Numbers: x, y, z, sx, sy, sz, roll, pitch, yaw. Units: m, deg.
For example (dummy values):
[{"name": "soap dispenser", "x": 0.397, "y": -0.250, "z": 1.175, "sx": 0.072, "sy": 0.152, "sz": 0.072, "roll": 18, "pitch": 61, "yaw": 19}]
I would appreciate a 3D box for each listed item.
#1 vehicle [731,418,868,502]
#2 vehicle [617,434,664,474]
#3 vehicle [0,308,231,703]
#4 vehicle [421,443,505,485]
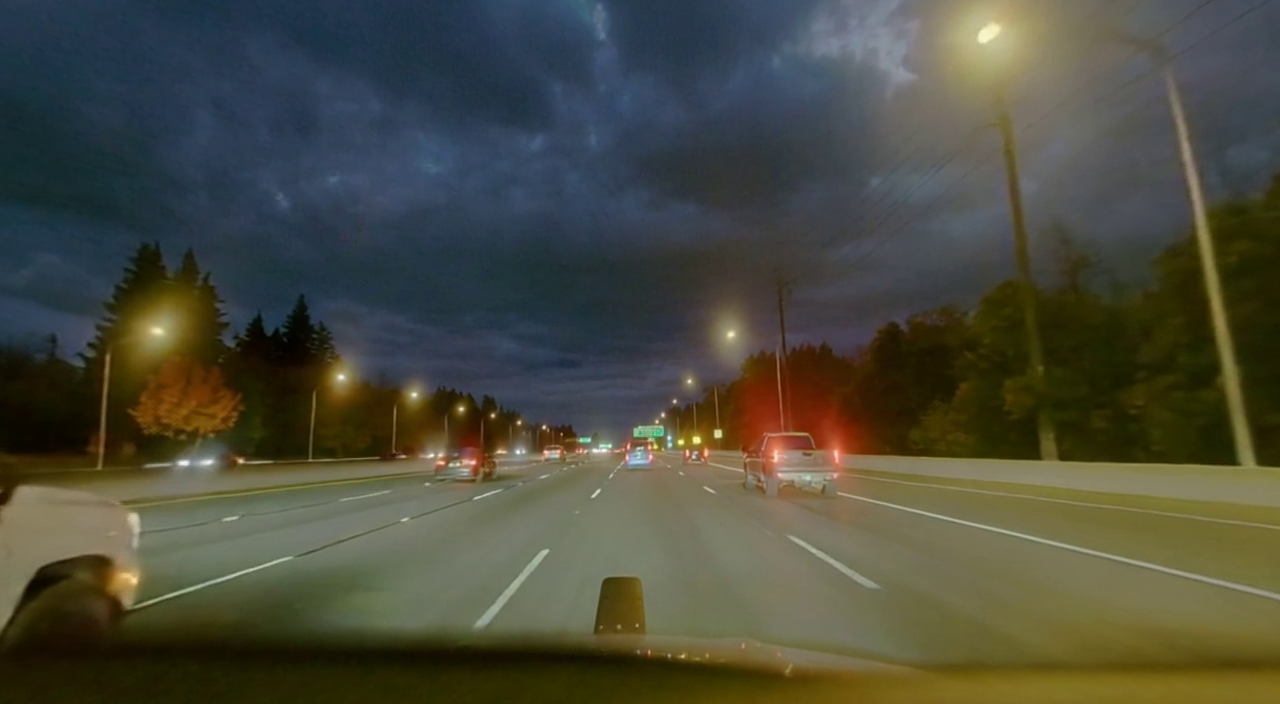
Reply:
[{"name": "vehicle", "x": 4.230, "y": 3.033, "z": 17.993, "sx": 2.388, "sy": 1.998, "sz": 5.749, "roll": 0, "pitch": -9, "yaw": 0}, {"name": "vehicle", "x": 0.060, "y": 5.502, "z": 34.065, "sx": 2.372, "sy": 1.957, "sz": 5.121, "roll": 0, "pitch": -9, "yaw": 1}, {"name": "vehicle", "x": -3.295, "y": 0.577, "z": 1.054, "sx": 2.154, "sy": 1.783, "sz": 4.476, "roll": 0, "pitch": -9, "yaw": 0}, {"name": "vehicle", "x": -6.931, "y": 4.430, "z": 25.227, "sx": 2.014, "sy": 1.526, "sz": 4.577, "roll": 0, "pitch": -9, "yaw": 1}]
